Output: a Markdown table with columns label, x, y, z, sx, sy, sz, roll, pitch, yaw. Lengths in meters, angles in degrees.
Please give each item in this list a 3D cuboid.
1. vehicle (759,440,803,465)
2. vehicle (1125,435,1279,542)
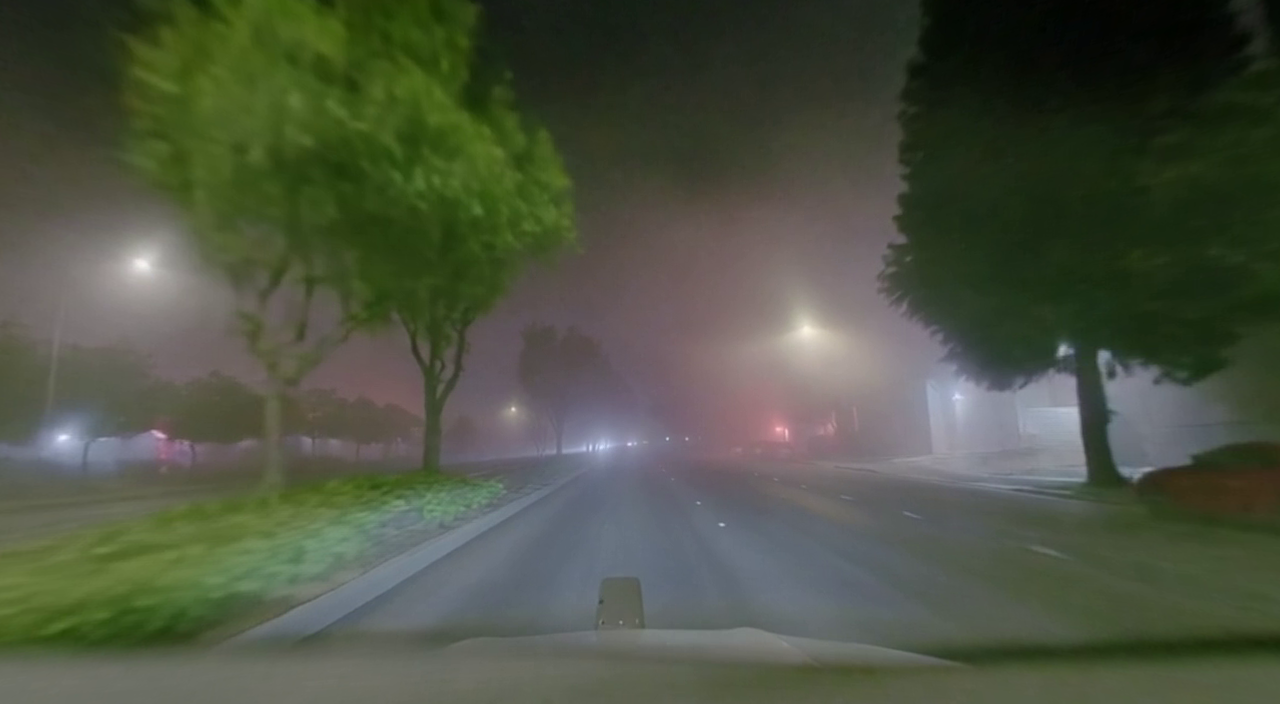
| label | x | y | z | sx | sy | sz | roll | pitch | yaw |
| --- | --- | --- | --- | --- | --- | --- | --- | --- | --- |
| vehicle | 9.896 | 7.087 | 44.814 | 1.984 | 1.672 | 4.262 | 0 | -9 | -2 |
| vehicle | 9.938 | 1.952 | 9.136 | 1.996 | 1.488 | 4.810 | 0 | -9 | 0 |
